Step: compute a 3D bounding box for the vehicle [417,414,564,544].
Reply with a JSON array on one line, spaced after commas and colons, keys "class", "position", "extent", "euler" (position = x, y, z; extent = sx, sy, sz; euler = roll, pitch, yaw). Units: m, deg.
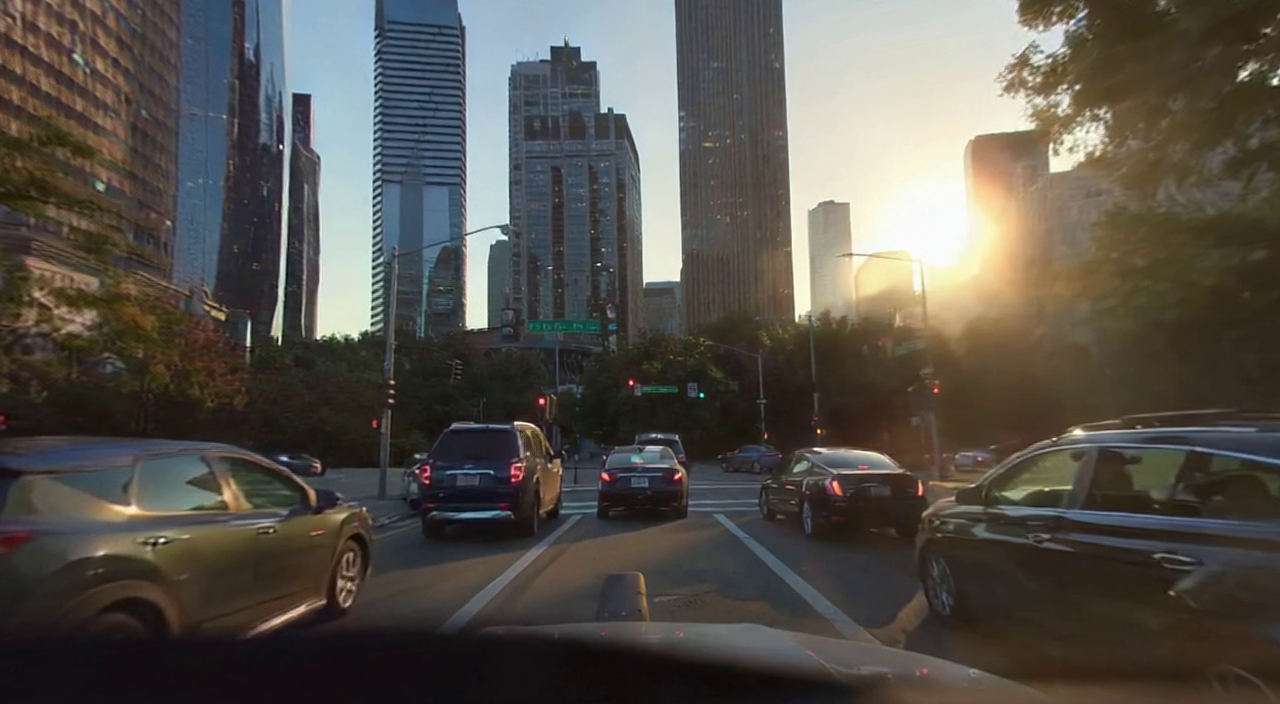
[{"class": "vehicle", "position": [-2.594, 2.279, 11.886], "extent": [1.683, 2.039, 3.703], "euler": [0, -8, 3]}]

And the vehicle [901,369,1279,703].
[{"class": "vehicle", "position": [3.330, 1.036, 3.239], "extent": [2.179, 1.631, 4.173], "euler": [0, -8, 0]}]

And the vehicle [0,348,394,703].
[{"class": "vehicle", "position": [-3.378, 1.108, 3.894], "extent": [2.046, 1.744, 4.407], "euler": [0, -8, -2]}]

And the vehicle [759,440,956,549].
[{"class": "vehicle", "position": [3.541, 2.380, 11.332], "extent": [1.973, 1.537, 4.533], "euler": [0, -8, 1]}]

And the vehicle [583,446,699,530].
[{"class": "vehicle", "position": [0.045, 2.672, 13.009], "extent": [2.031, 1.461, 3.763], "euler": [0, -8, 1]}]
